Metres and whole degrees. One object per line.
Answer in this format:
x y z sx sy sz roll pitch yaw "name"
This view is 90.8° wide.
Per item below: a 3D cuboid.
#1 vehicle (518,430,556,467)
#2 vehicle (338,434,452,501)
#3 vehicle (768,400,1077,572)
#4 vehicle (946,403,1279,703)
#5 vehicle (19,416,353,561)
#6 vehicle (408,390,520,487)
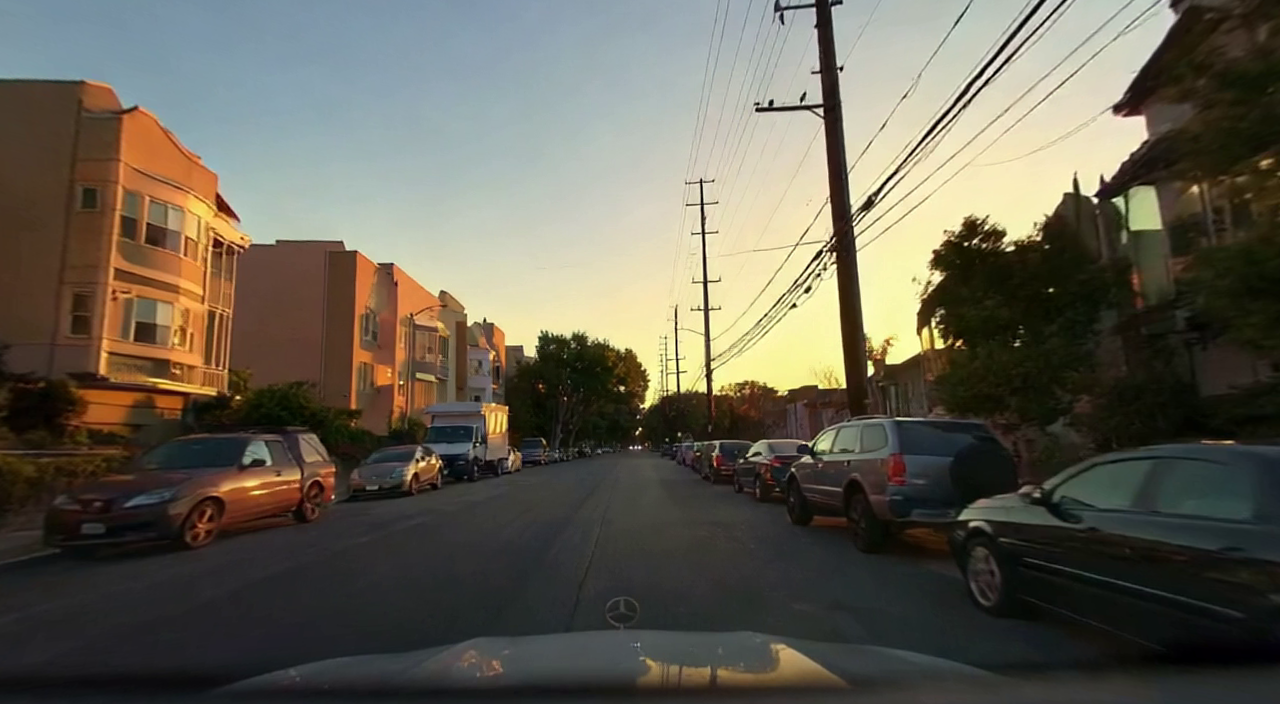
-7.213 6.818 44.516 1.889 2.463 4.142 0 -9 1 "vehicle"
-7.747 3.699 20.494 1.955 1.804 4.523 -3 -9 -1 "vehicle"
3.651 1.842 9.476 2.185 1.888 4.724 0 -9 -4 "vehicle"
3.799 1.067 3.127 2.051 1.550 4.938 0 -9 0 "vehicle"
-7.592 2.283 11.566 2.209 2.003 5.270 0 -8 -1 "vehicle"
-7.542 3.866 28.013 2.901 3.610 6.707 -3 -9 1 "vehicle"
